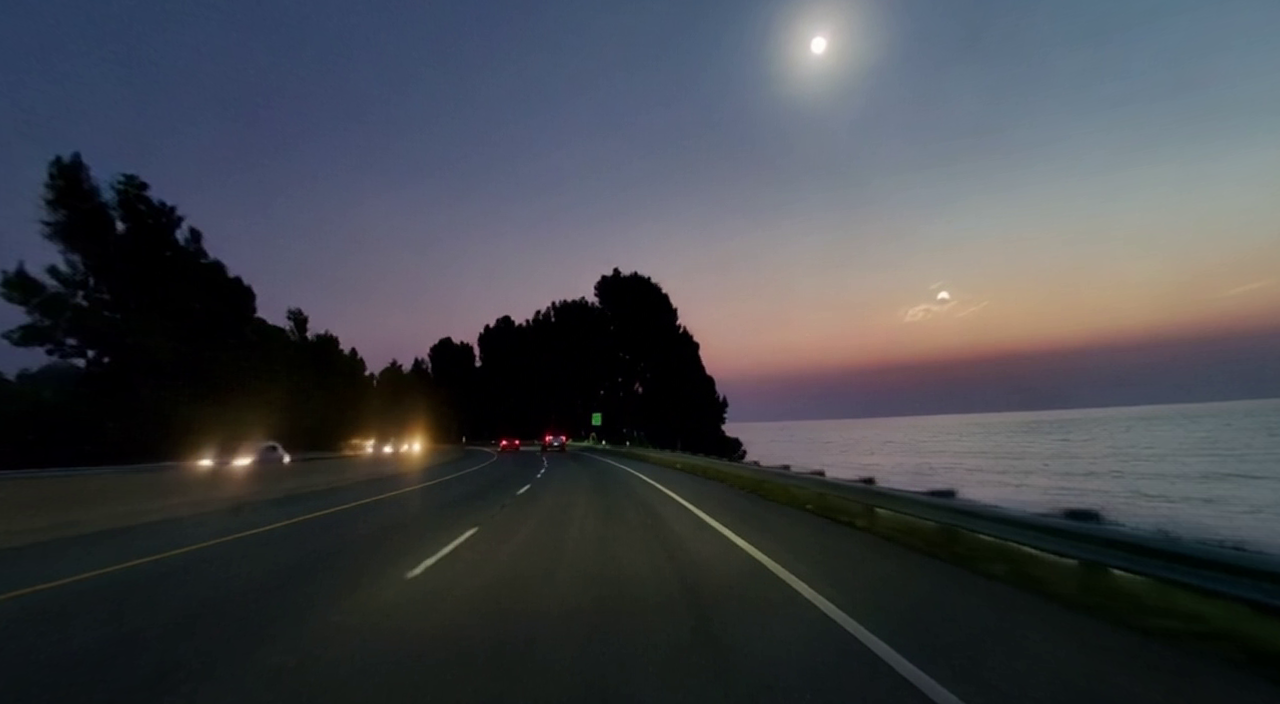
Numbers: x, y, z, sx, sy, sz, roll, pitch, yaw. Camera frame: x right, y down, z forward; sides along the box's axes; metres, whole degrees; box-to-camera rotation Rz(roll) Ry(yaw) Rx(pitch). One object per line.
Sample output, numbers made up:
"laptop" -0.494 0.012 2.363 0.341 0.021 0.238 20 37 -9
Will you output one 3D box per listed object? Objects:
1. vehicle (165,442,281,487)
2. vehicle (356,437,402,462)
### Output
"vehicle" -16.511 4.431 25.292 1.929 1.611 4.479 1 -9 -6
"vehicle" -19.401 7.270 47.073 2.276 1.759 4.462 2 -9 -12
